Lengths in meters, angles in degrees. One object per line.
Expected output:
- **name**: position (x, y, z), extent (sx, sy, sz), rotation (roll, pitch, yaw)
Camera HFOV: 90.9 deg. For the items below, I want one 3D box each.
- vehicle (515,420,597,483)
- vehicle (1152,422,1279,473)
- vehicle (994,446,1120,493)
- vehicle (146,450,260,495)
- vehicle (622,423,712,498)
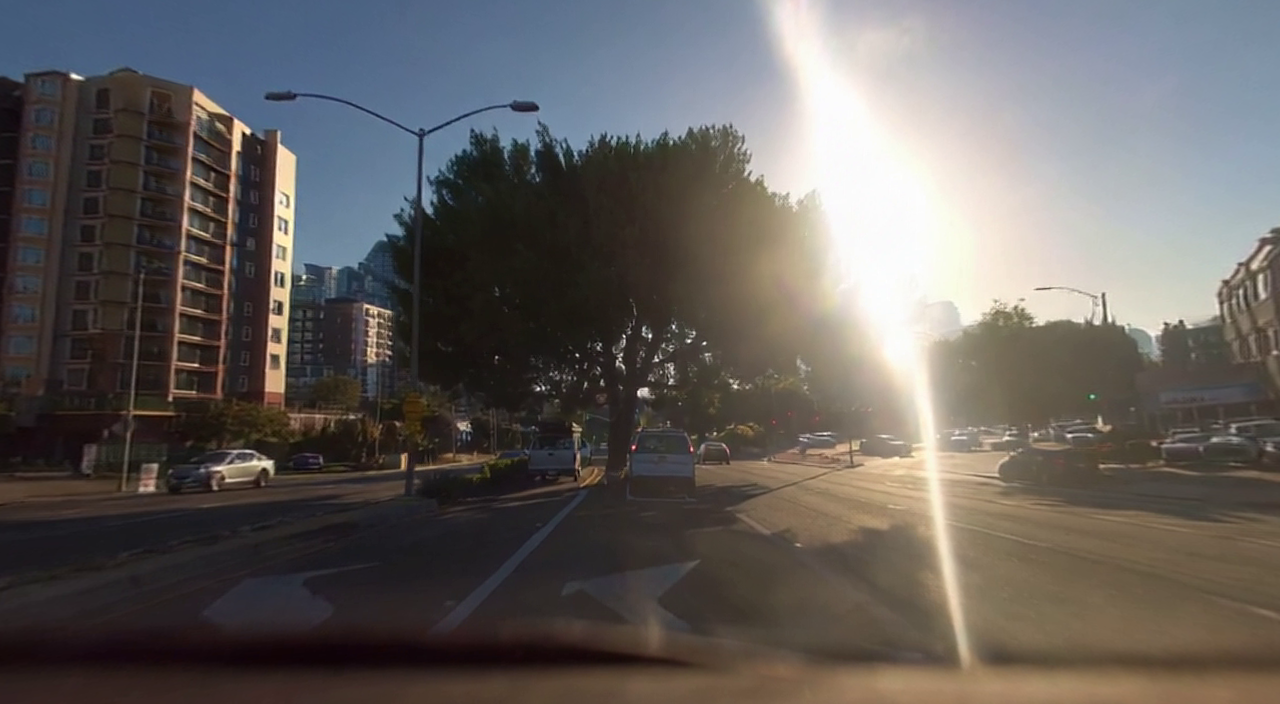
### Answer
- **vehicle**: position (-3.007, 3.747, 23.844), extent (2.396, 2.143, 4.824), rotation (0, -9, 1)
- **vehicle**: position (23.086, 3.620, 24.057), extent (5.050, 1.756, 2.206), rotation (-2, -10, 1)
- **vehicle**: position (14.155, 3.982, 21.705), extent (1.706, 1.474, 3.761), rotation (0, -9, 0)
- **vehicle**: position (-16.271, 4.458, 23.793), extent (1.993, 1.462, 4.586), rotation (2, -9, -14)
- **vehicle**: position (0.635, 2.991, 17.641), extent (2.222, 1.841, 4.031), rotation (0, -9, -1)
